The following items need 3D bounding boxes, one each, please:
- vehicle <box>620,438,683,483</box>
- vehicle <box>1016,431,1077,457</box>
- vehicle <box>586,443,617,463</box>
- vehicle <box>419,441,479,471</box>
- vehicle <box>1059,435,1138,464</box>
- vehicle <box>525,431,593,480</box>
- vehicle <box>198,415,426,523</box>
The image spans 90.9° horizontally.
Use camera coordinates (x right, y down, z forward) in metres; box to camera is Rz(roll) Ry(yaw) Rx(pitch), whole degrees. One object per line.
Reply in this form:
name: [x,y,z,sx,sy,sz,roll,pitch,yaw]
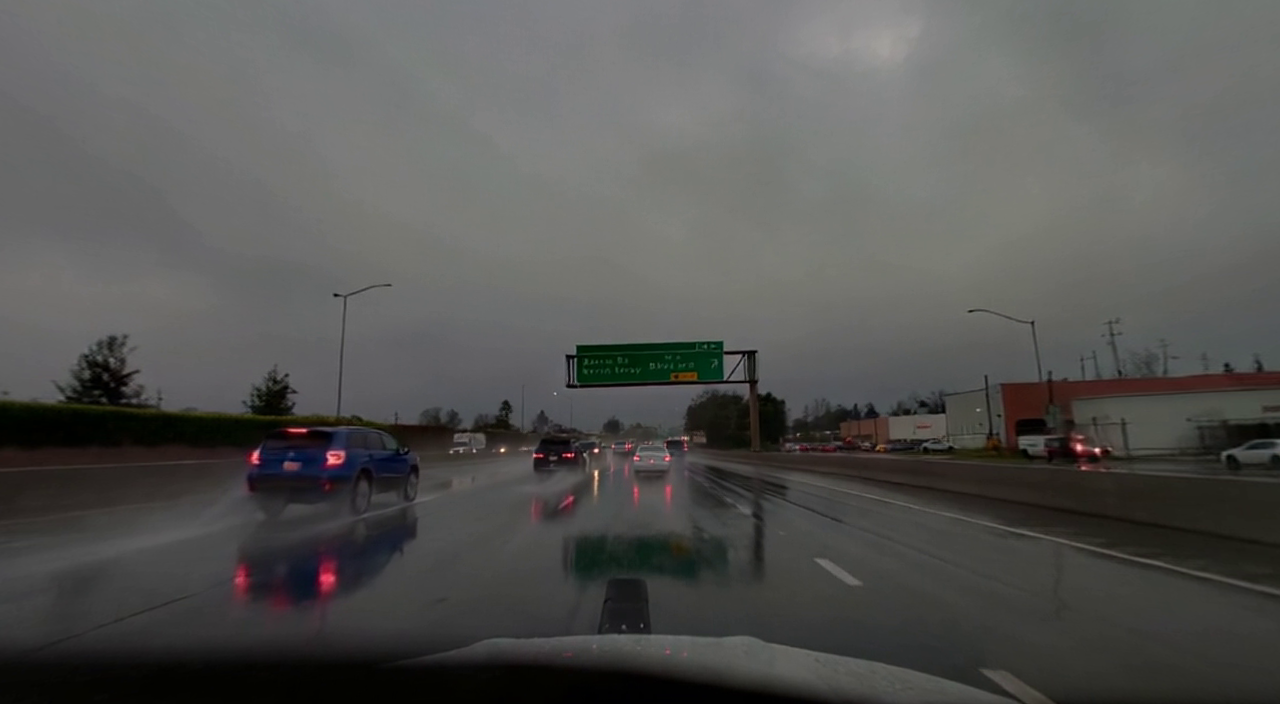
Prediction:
vehicle: [0.382,3.894,22.984,2.090,1.474,3.970,0,-8,1]
vehicle: [30.941,7.044,48.159,1.939,1.888,3.984,0,-9,-1]
vehicle: [-2.926,7.827,49.142,2.048,1.497,4.466,0,-8,1]
vehicle: [-10.056,5.498,33.496,1.861,1.495,4.007,0,-8,1]
vehicle: [30.938,6.568,42.722,1.858,1.741,4.683,-2,-7,1]
vehicle: [-3.064,4.027,24.780,2.007,1.730,4.412,0,-8,1]
vehicle: [-6.383,2.340,13.159,2.125,1.804,4.864,0,-8,0]
